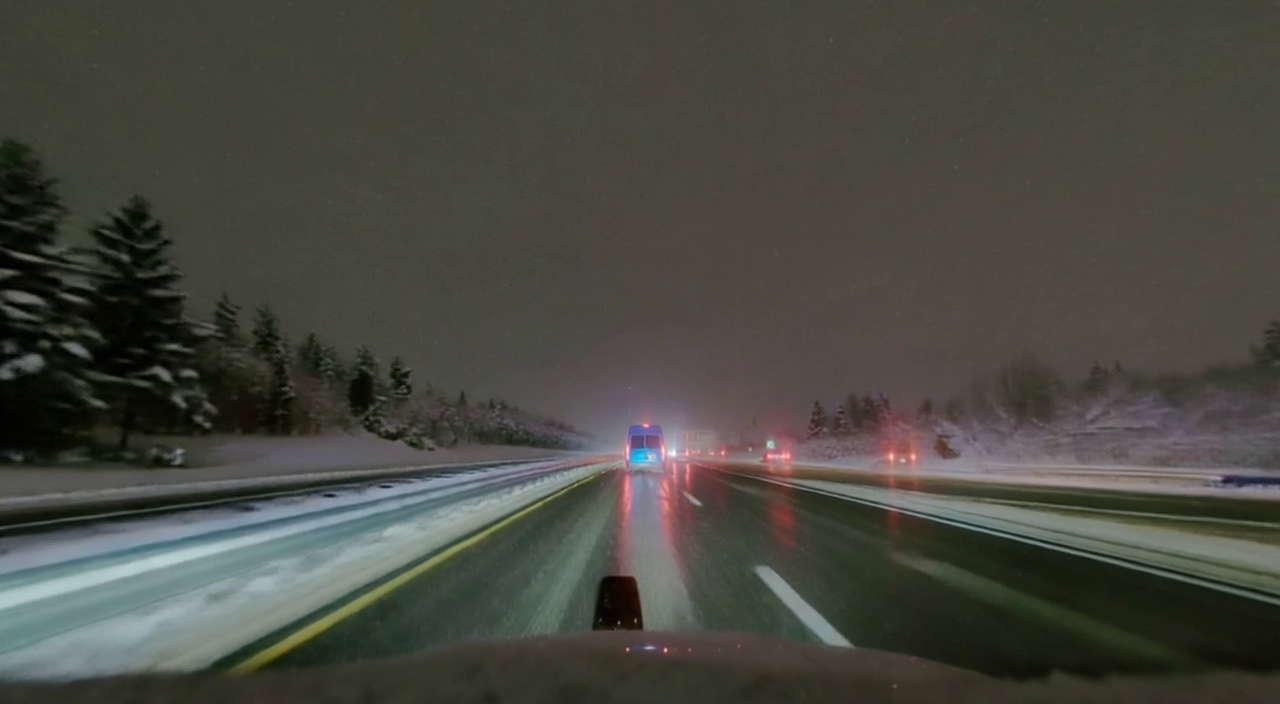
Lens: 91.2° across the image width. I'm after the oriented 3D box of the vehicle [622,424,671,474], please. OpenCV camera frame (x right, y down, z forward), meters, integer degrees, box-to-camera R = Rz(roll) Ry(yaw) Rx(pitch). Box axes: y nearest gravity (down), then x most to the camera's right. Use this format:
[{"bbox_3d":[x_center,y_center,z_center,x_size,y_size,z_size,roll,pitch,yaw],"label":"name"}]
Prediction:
[{"bbox_3d":[0.385,5.580,35.979,2.560,2.598,5.581,-1,-9,1],"label":"vehicle"}]
